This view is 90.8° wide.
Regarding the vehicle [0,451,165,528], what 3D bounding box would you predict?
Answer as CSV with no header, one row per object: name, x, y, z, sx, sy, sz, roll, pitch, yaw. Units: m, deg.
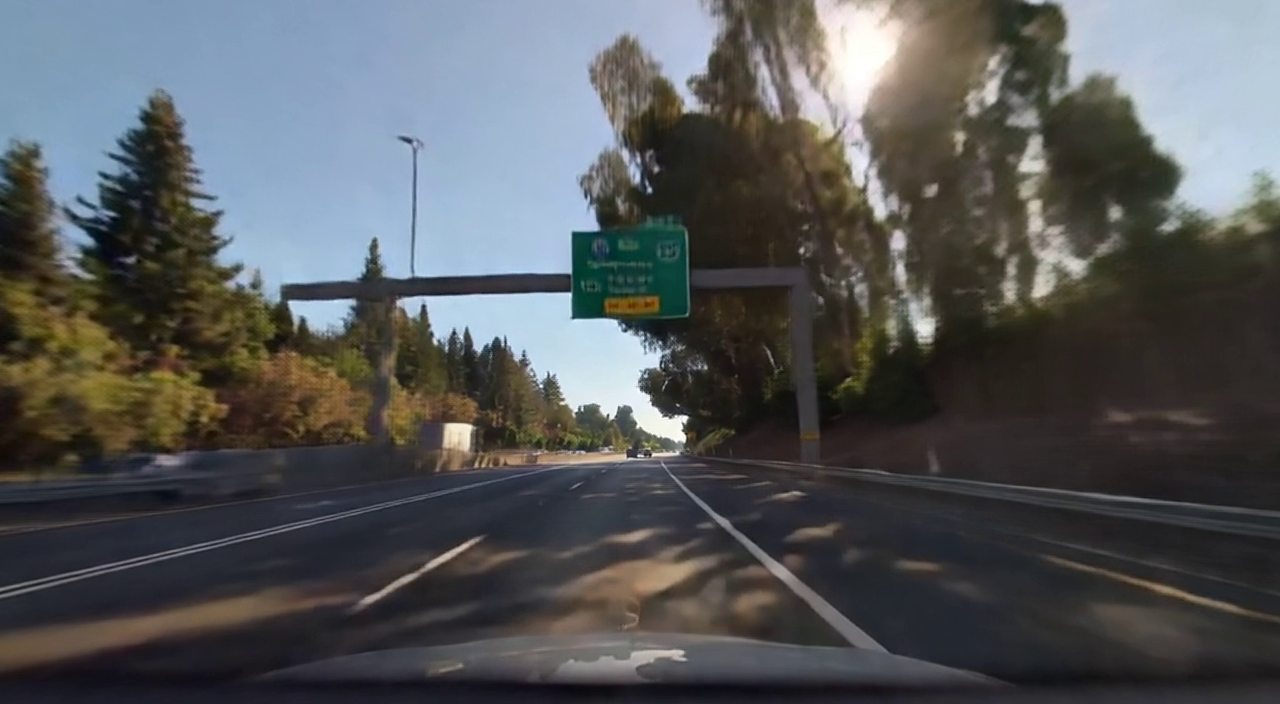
vehicle,-13.180,2.946,14.034,1.853,1.448,4.331,0,-9,0
